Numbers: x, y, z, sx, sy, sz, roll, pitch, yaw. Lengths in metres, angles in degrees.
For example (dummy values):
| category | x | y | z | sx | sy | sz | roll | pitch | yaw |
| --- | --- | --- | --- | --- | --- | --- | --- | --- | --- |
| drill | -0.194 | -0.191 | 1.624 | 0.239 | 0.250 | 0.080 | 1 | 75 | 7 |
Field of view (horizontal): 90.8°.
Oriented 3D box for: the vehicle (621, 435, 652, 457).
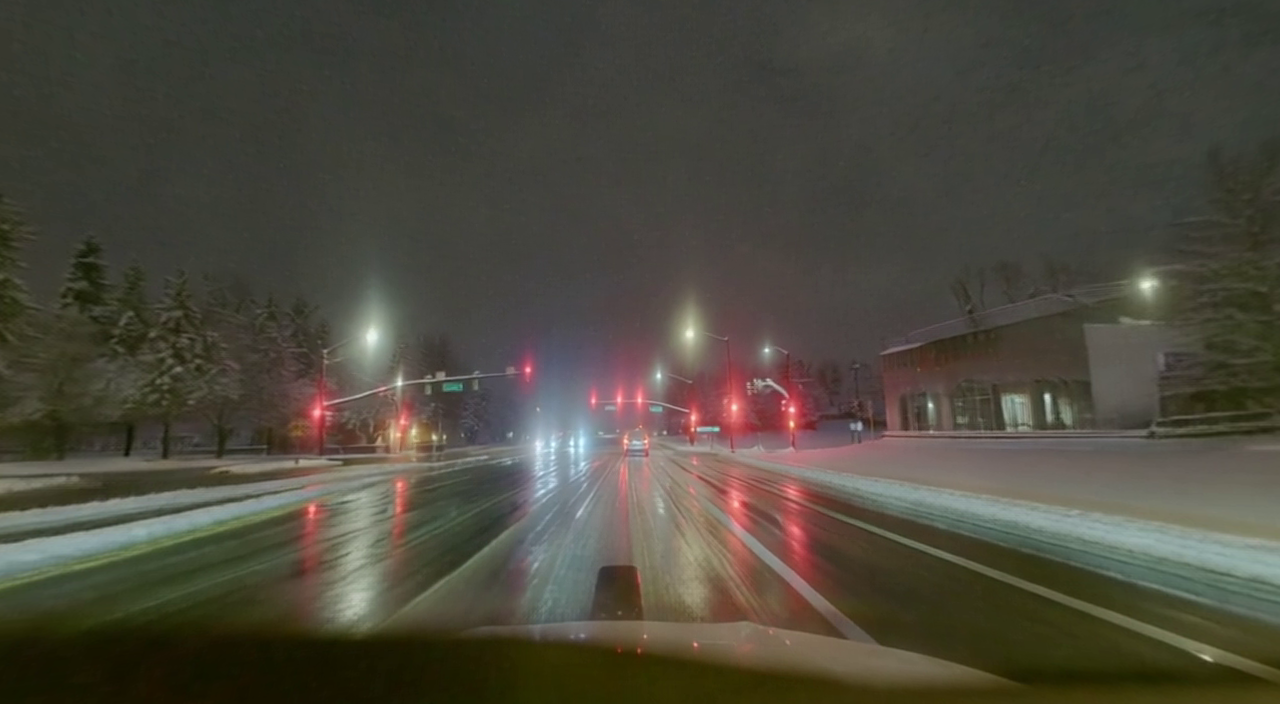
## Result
| category | x | y | z | sx | sy | sz | roll | pitch | yaw |
| --- | --- | --- | --- | --- | --- | --- | --- | --- | --- |
| vehicle | -0.255 | 6.695 | 45.156 | 2.107 | 1.470 | 3.974 | 0 | -8 | -1 |
